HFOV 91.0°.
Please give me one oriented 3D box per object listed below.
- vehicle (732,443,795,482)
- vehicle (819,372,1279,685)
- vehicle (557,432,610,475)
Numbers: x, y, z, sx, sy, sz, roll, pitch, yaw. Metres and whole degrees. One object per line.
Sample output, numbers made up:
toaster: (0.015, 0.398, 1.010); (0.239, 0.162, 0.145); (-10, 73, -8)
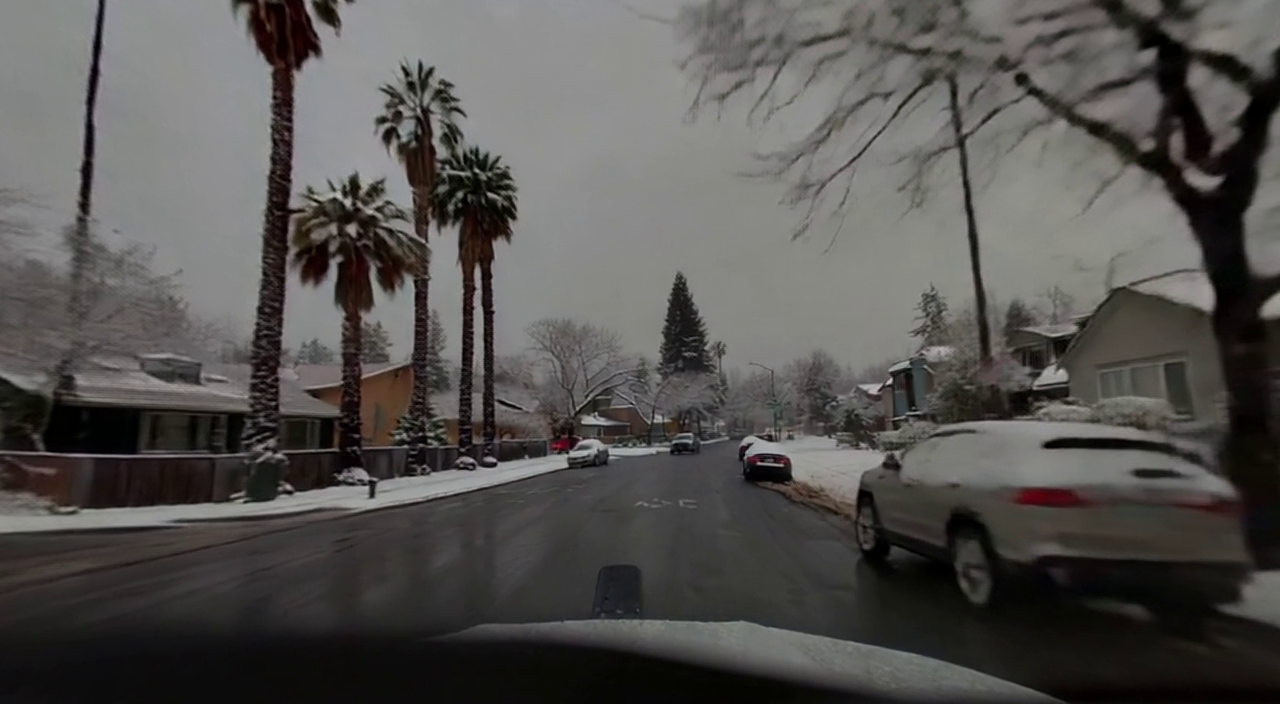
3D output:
vehicle: (4.942, 4.442, 25.678); (1.942, 1.465, 4.123); (-1, -8, 3)
vehicle: (3.607, 1.377, 6.172); (2.197, 1.816, 4.845); (0, -8, -1)
vehicle: (-3.453, 6.482, 39.722); (2.053, 1.713, 4.850); (-3, -21, 10)
